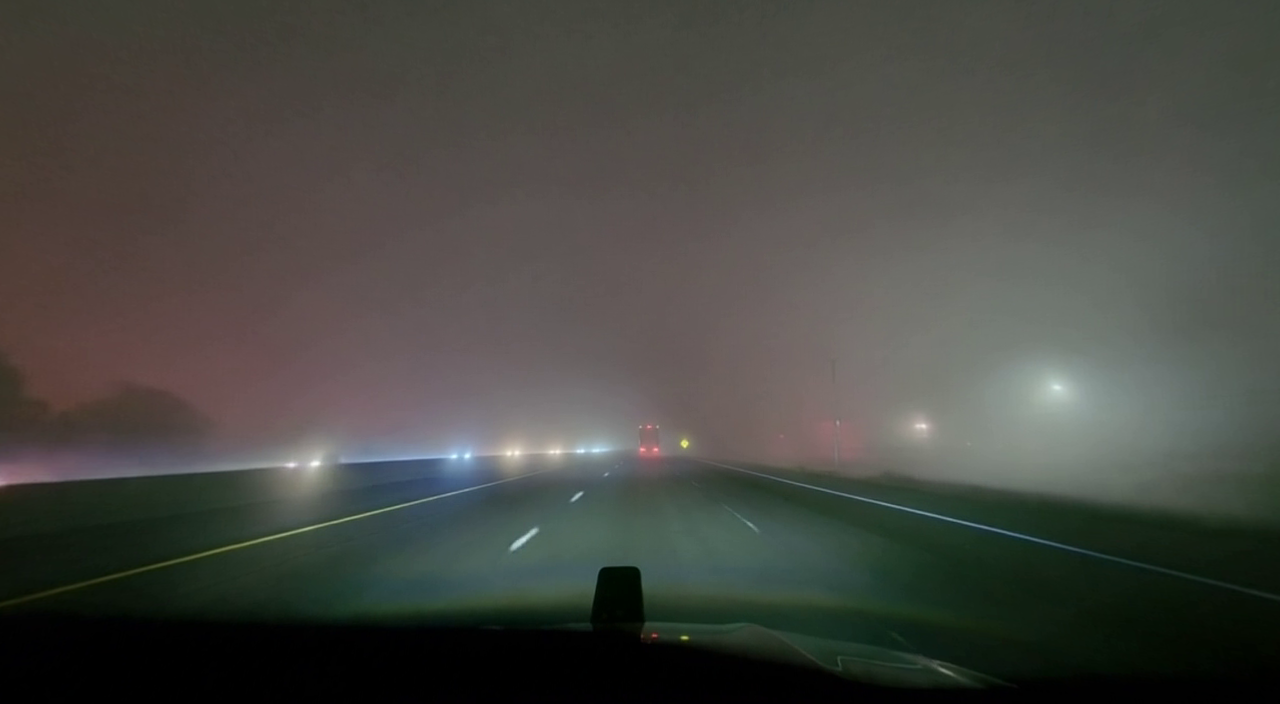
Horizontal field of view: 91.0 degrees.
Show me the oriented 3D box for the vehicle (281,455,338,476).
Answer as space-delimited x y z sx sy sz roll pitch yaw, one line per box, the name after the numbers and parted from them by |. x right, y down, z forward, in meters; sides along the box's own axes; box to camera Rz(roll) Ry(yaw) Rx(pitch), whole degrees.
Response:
-25.488 8.773 48.750 1.888 1.506 4.467 0 -9 1 | vehicle
